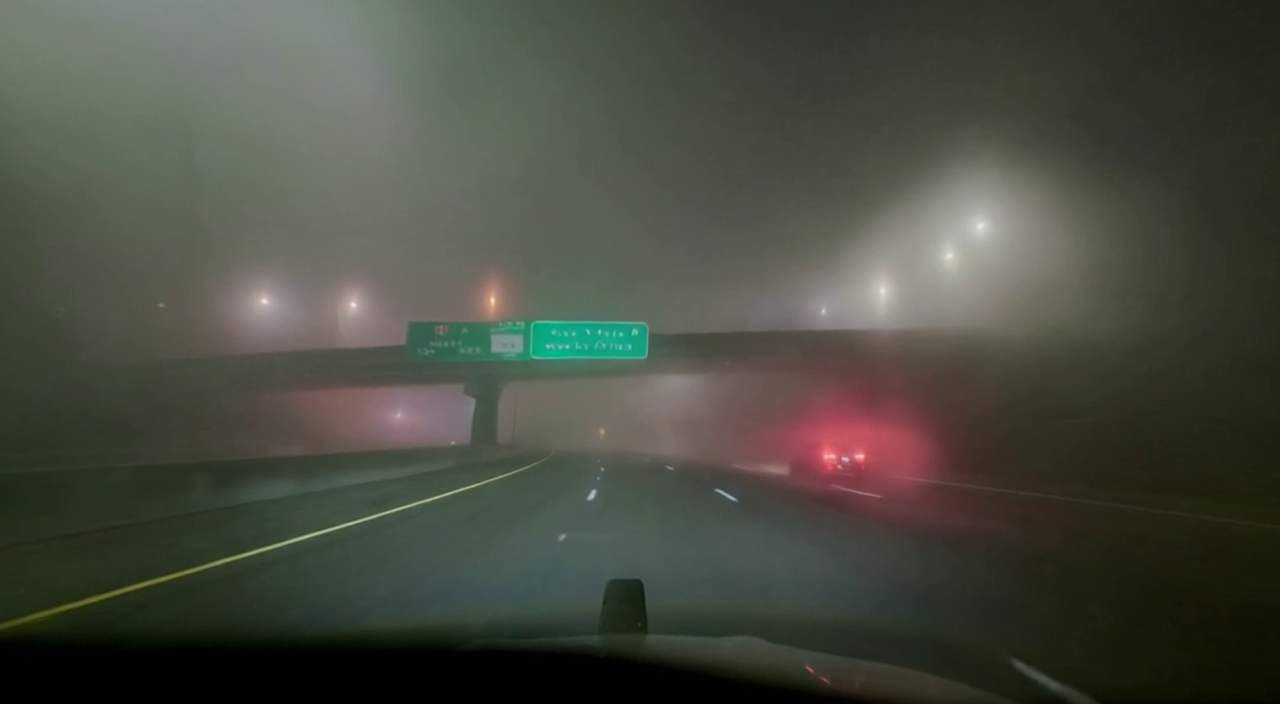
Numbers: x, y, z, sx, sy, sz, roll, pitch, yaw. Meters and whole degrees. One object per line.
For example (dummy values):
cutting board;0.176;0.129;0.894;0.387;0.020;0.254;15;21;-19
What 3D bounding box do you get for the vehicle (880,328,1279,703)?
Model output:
vehicle;3.897;1.081;5.031;2.039;1.701;4.834;0;-9;0
